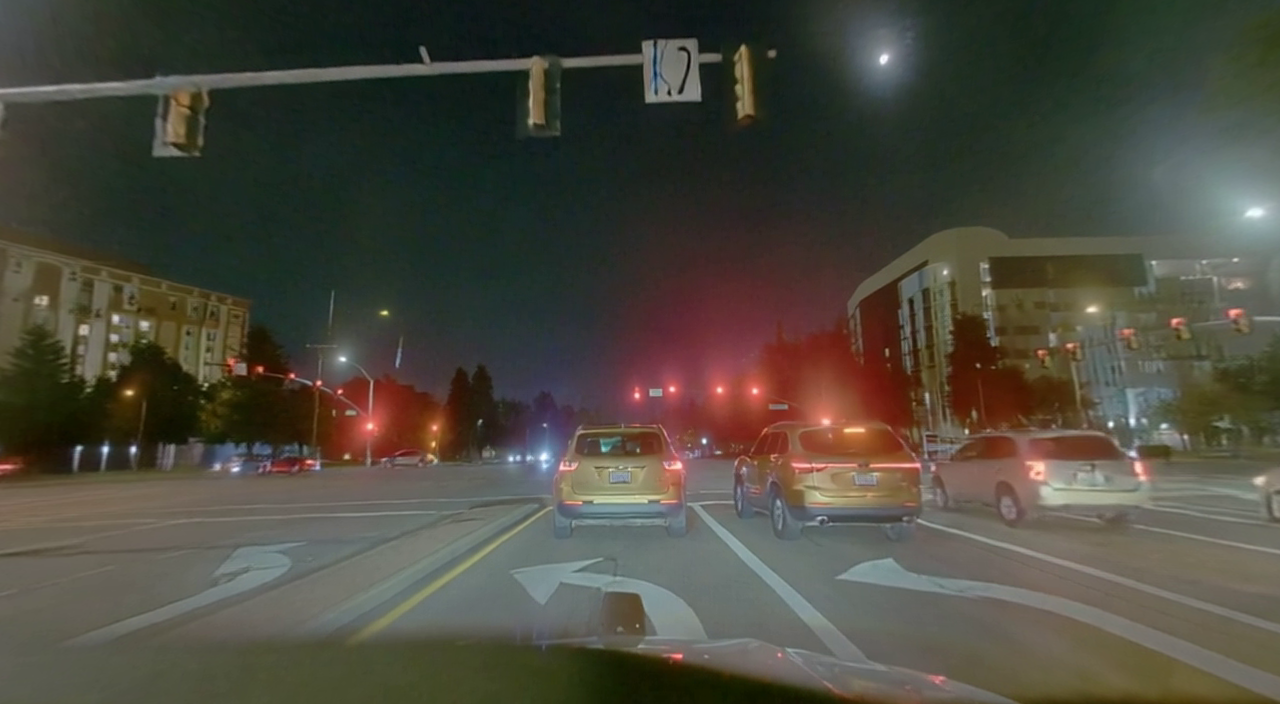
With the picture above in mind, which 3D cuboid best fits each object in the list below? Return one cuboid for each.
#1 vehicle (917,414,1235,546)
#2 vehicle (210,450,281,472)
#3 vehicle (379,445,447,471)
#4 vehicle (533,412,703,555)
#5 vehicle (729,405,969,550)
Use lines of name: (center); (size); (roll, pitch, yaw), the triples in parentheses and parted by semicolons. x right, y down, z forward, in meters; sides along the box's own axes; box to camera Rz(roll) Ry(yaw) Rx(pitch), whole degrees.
vehicle: (6.075, 1.826, 9.615); (1.690, 1.538, 4.313); (0, -9, -1)
vehicle: (-29.772, 8.238, 47.756); (4.253, 1.610, 1.800); (-1, -9, 8)
vehicle: (-15.541, 7.208, 43.136); (4.318, 1.712, 2.188); (-6, -10, 34)
vehicle: (-0.324, 1.896, 9.753); (2.039, 1.698, 4.144); (0, -9, -2)
vehicle: (2.945, 1.904, 10.198); (2.228, 1.798, 4.370); (0, -9, -2)
